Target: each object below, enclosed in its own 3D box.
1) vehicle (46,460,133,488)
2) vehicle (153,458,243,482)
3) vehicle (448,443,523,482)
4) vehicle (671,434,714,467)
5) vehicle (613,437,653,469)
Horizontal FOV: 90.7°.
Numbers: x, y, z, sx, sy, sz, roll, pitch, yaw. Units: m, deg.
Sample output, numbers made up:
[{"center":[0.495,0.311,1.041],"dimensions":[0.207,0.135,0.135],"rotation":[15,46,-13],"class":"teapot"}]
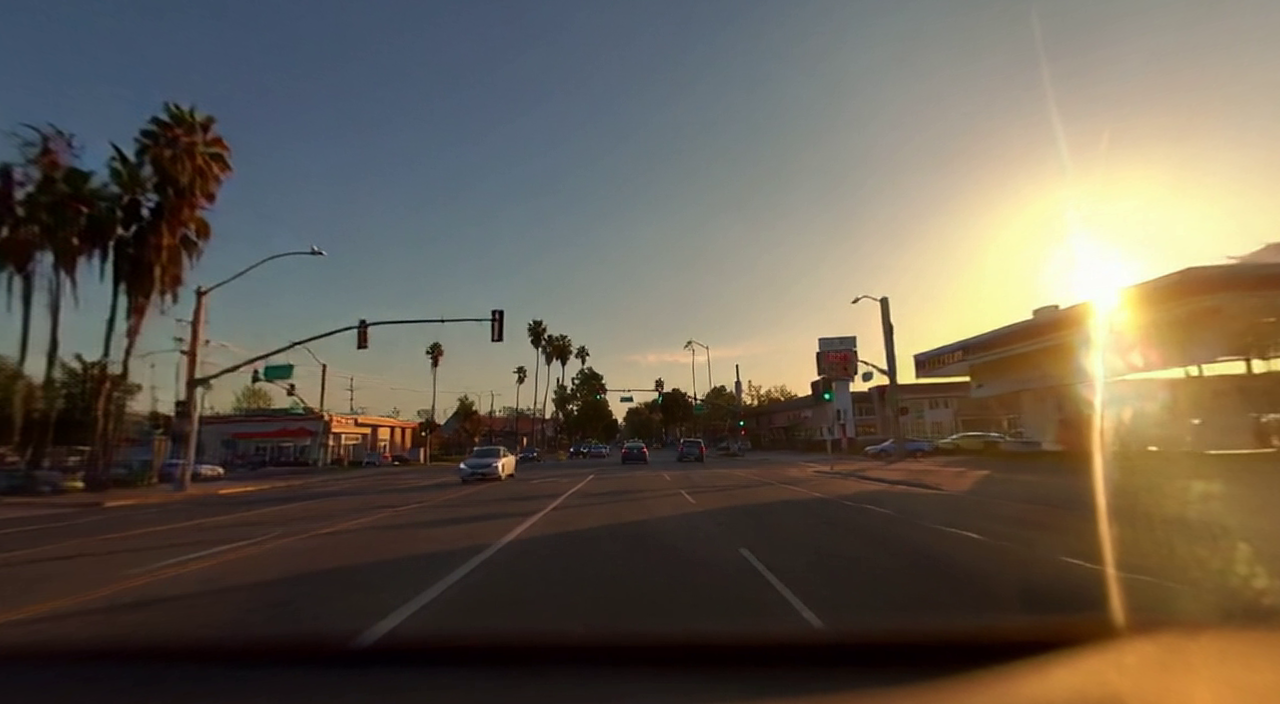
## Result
[{"center":[-35.238,7.827,40.574],"dimensions":[3.867,1.477,1.781],"rotation":[-3,-9,-2],"class":"vehicle"},{"center":[-28.491,7.603,40.876],"dimensions":[4.314,1.449,1.978],"rotation":[0,-8,-1],"class":"vehicle"},{"center":[-6.319,4.572,26.497],"dimensions":[1.979,1.480,4.553],"rotation":[0,-8,0],"class":"vehicle"},{"center":[3.233,6.236,40.229],"dimensions":[2.190,1.913,5.174],"rotation":[0,-8,-1],"class":"vehicle"},{"center":[-0.421,5.838,36.669],"dimensions":[2.177,1.754,3.815],"rotation":[0,-8,-1],"class":"vehicle"}]
